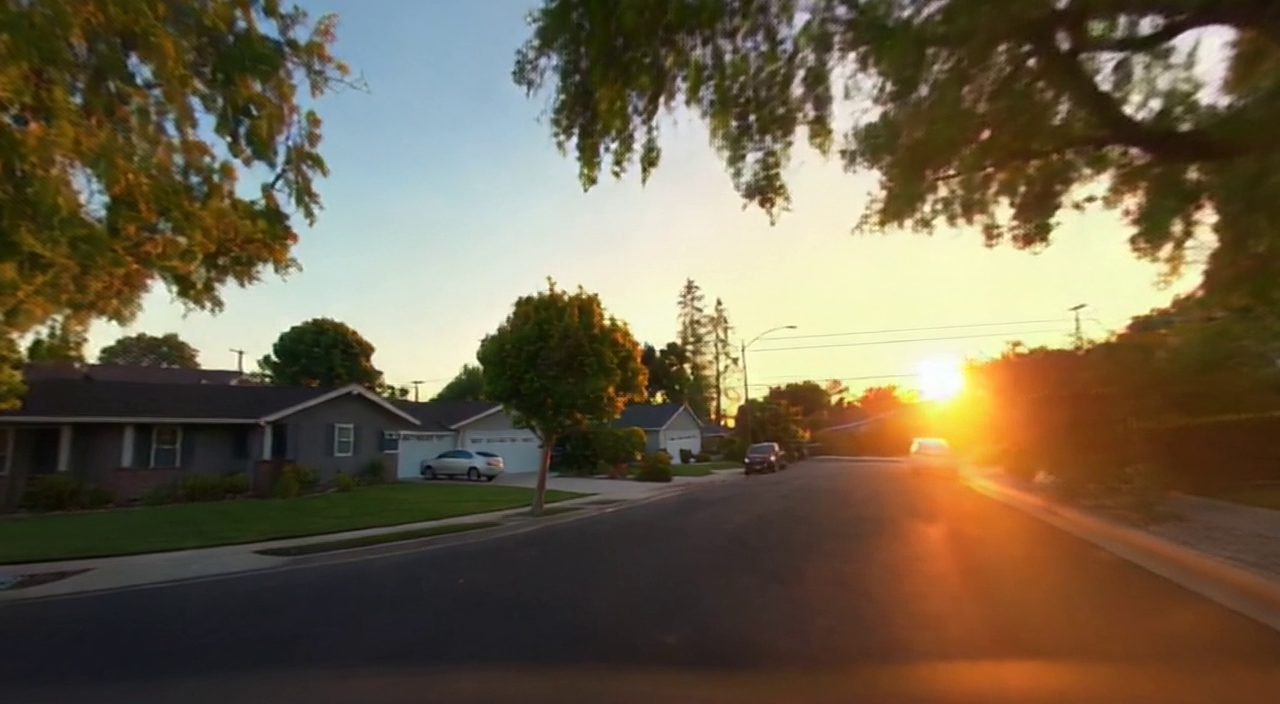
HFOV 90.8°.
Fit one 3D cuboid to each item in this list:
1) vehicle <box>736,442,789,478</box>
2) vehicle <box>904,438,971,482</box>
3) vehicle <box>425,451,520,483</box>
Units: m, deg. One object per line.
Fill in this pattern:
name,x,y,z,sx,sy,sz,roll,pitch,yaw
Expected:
vehicle,7.457,6.464,37.990,2.208,1.834,4.675,-9,-11,19
vehicle,12.037,4.343,25.813,2.005,1.553,3.984,-1,-8,19
vehicle,-8.580,5.861,32.358,4.404,1.495,1.844,-3,-9,21
